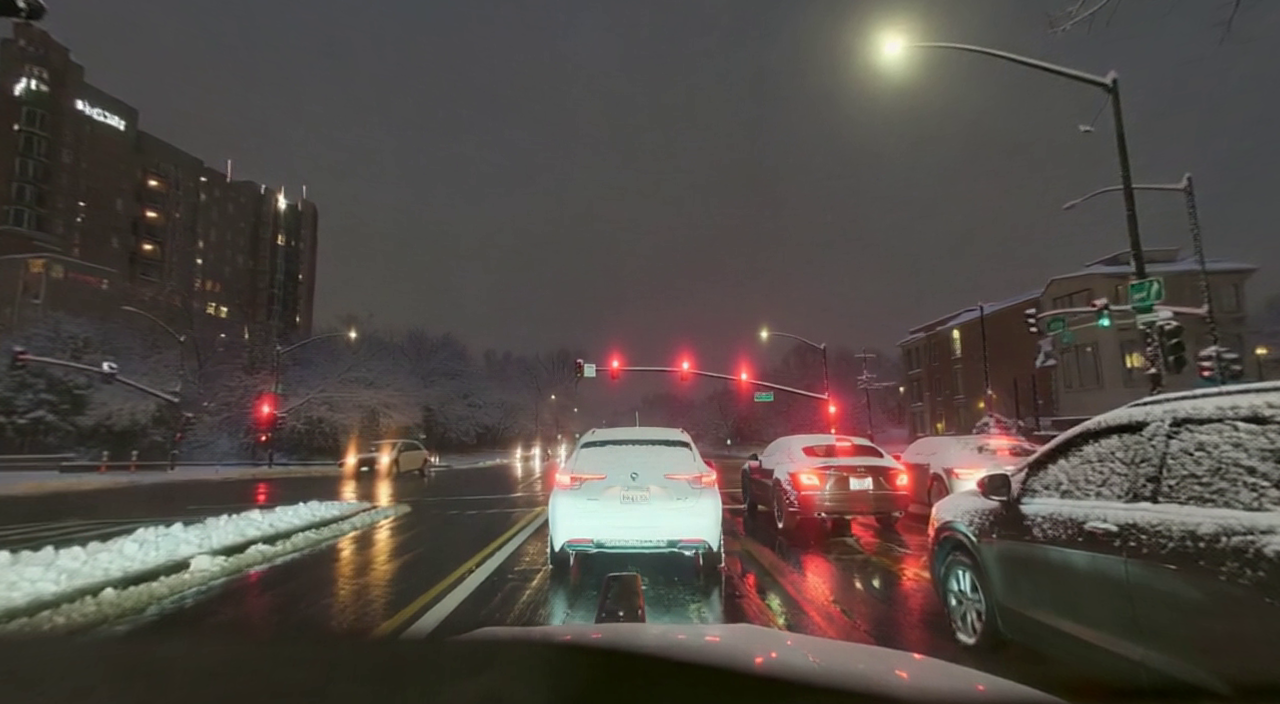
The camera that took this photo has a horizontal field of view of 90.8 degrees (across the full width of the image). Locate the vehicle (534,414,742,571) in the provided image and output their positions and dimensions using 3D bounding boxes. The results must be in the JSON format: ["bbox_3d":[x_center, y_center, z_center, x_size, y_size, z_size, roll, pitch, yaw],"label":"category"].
[{"bbox_3d":[-0.068,1.782,8.747,2.188,1.637,4.027,0,-8,-1],"label":"vehicle"}]

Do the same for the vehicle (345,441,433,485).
[{"bbox_3d":[-11.491,4.984,28.798,2.021,1.837,4.448,8,-12,-44],"label":"vehicle"}]

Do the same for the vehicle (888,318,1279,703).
[{"bbox_3d":[3.002,0.865,2.660,2.103,1.701,4.294,0,-8,-1],"label":"vehicle"}]

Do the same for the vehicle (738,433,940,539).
[{"bbox_3d":[3.153,2.209,11.128,2.001,1.463,4.398,0,-8,-2],"label":"vehicle"}]
